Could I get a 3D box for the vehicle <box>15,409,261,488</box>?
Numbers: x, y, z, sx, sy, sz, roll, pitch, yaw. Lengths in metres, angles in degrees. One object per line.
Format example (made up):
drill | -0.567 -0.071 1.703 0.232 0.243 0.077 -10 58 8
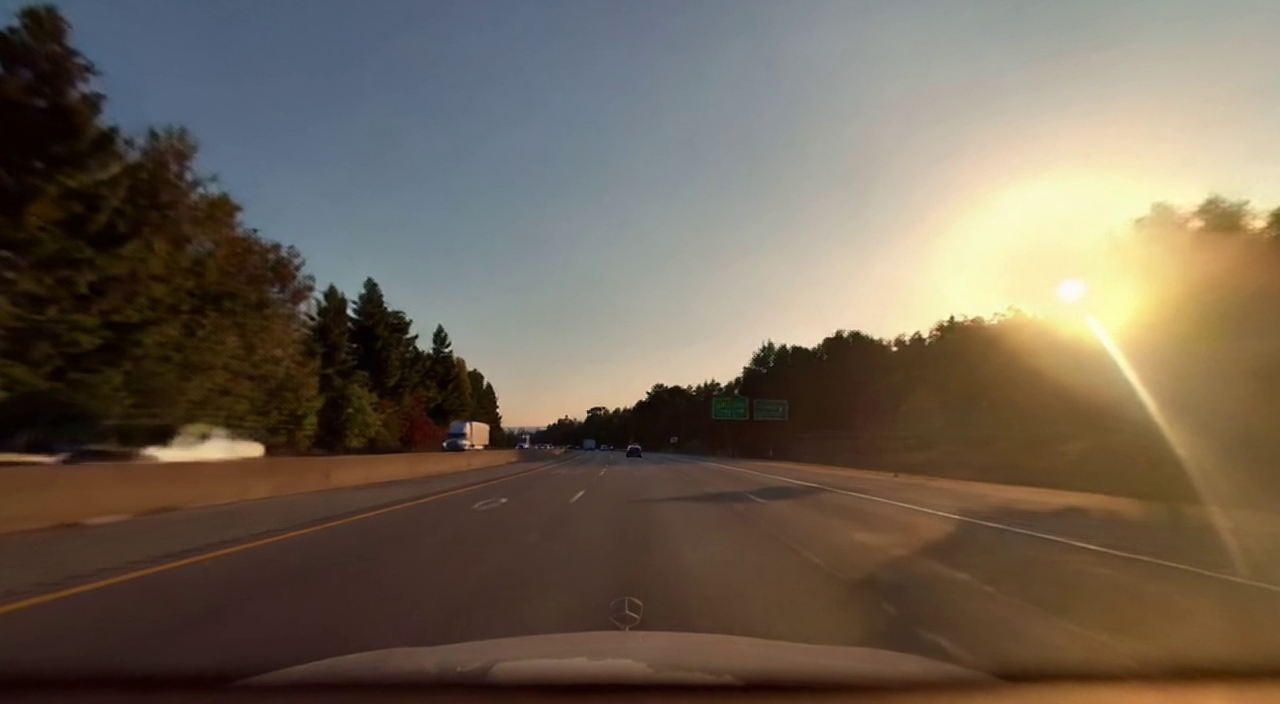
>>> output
vehicle | -12.511 2.498 16.341 2.220 1.723 5.072 0 -9 -1
